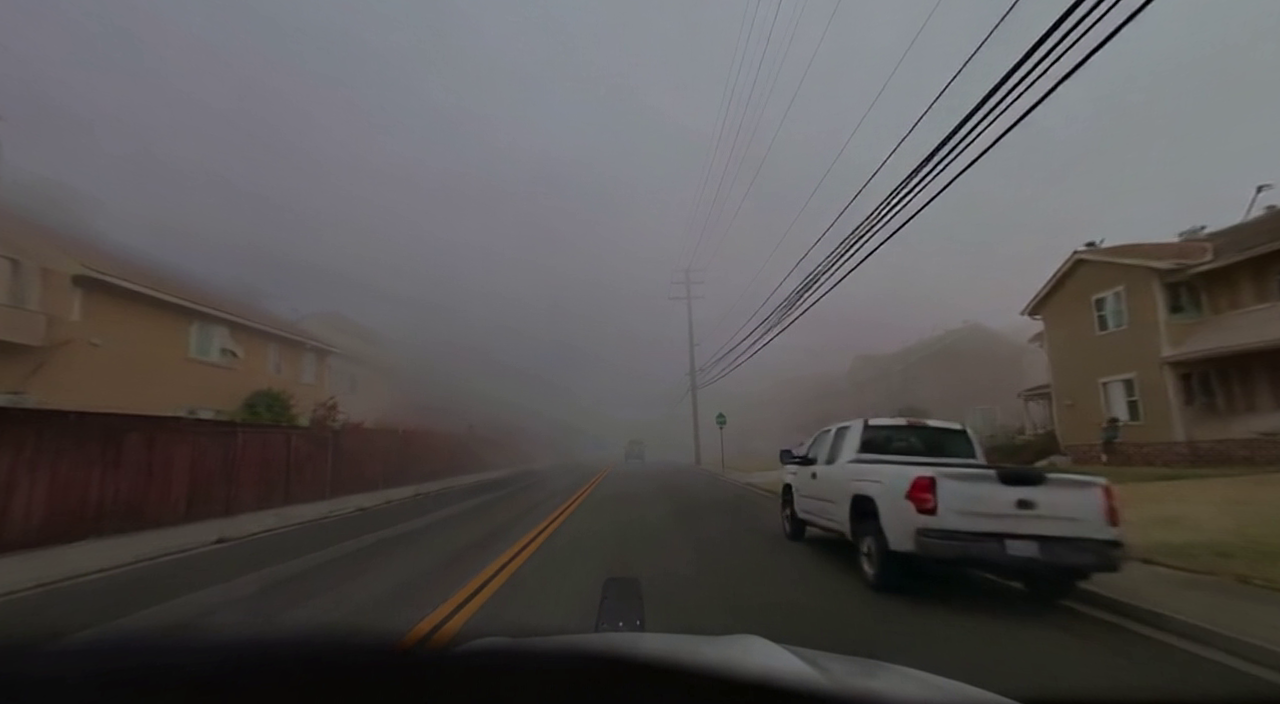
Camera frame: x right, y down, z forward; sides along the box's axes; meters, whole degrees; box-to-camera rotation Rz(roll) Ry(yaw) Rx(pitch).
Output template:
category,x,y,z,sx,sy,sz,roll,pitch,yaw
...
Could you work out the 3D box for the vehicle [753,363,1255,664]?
category,x,y,z,sx,sy,sz,roll,pitch,yaw
vehicle,3.047,1.538,7.322,2.278,1.933,5.860,3,-9,0
